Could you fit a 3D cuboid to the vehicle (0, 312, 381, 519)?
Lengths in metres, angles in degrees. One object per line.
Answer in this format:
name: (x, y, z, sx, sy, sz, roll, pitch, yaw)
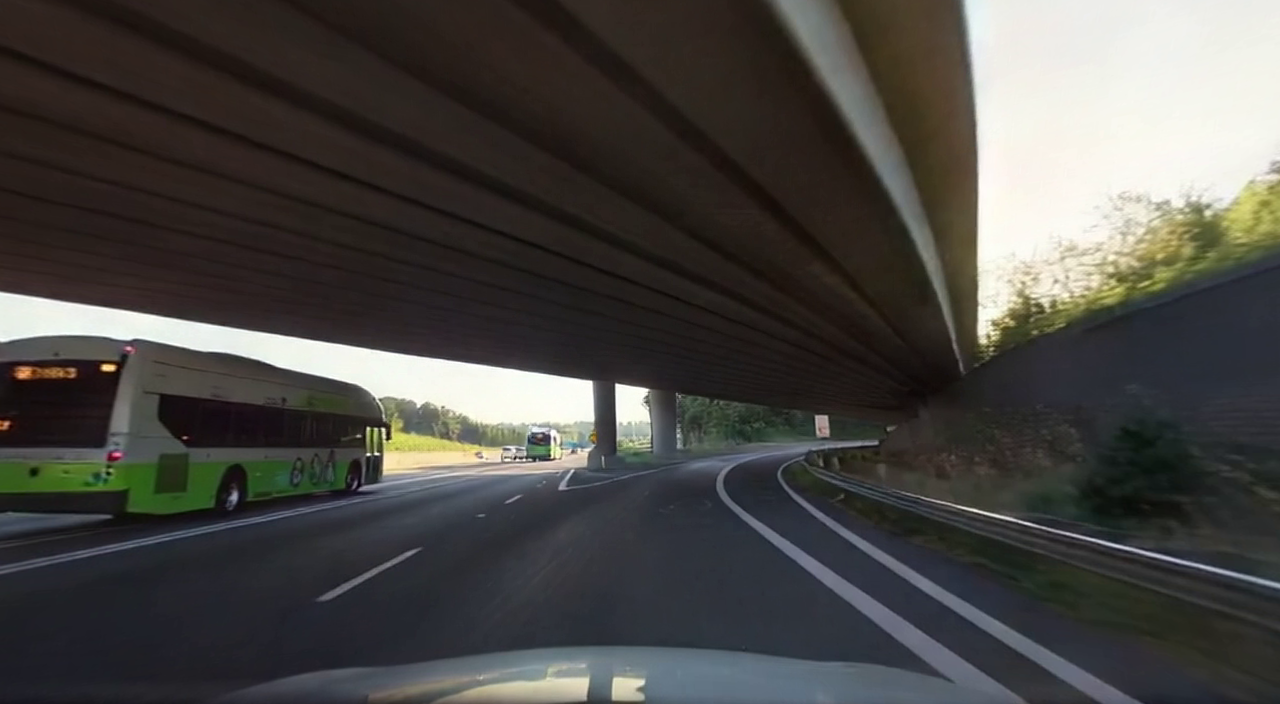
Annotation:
vehicle: (-11.411, 2.068, 17.636, 2.986, 3.574, 13.570, 0, -9, -2)
